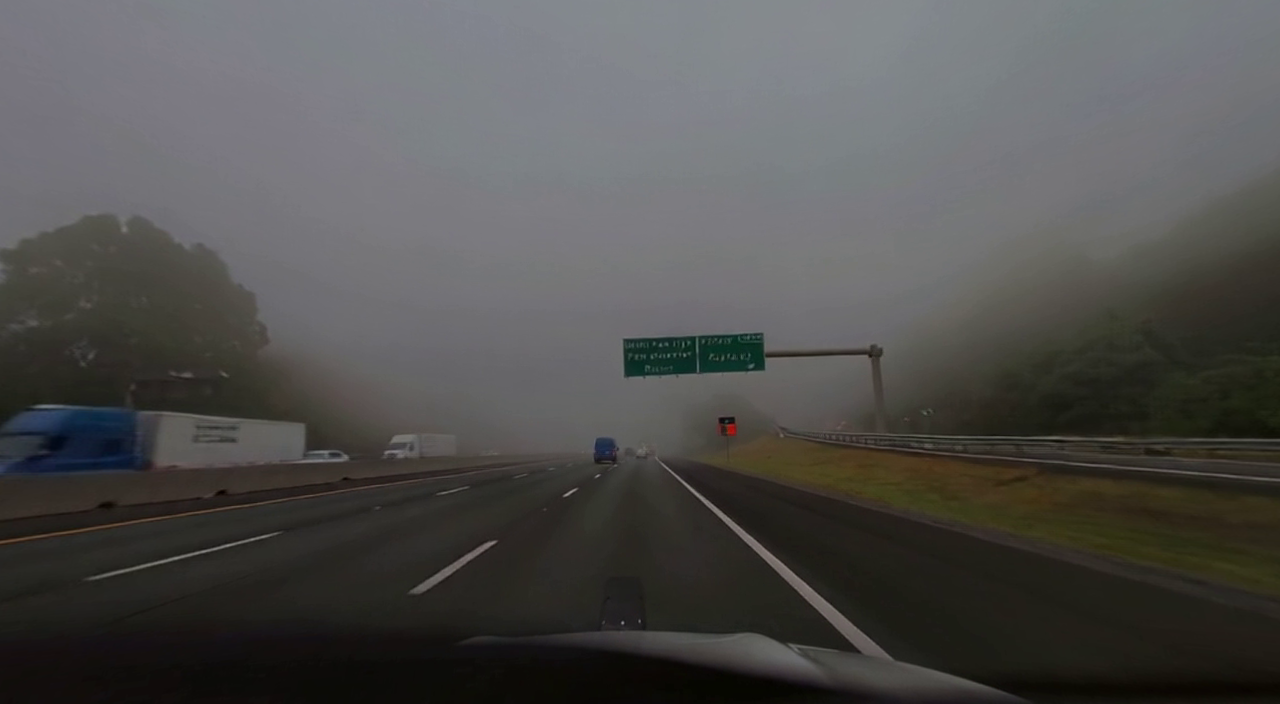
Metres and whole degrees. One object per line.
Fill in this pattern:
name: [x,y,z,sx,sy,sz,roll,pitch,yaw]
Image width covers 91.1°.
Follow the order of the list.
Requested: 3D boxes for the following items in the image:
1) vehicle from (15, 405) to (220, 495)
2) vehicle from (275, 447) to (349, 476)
vehicle: [-25.759,4.939,31.790,2.998,3.912,8.302,0,-8,1]
vehicle: [-21.651,7.220,41.712,2.157,1.715,4.929,0,-8,1]
